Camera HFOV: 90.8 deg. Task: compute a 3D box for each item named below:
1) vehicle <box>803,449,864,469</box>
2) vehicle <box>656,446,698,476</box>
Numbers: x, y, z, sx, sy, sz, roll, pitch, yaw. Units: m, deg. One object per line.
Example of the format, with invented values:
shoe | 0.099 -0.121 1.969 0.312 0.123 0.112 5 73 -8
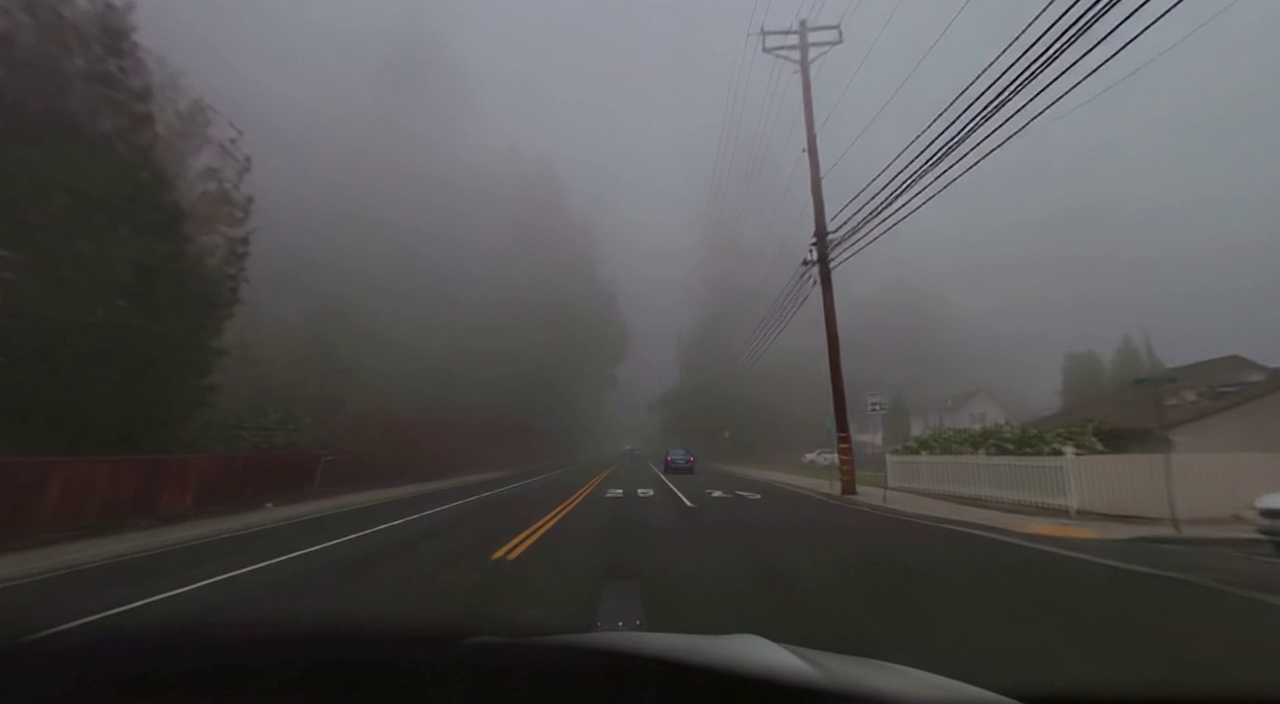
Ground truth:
vehicle | 14.352 7.938 47.001 3.838 1.405 1.992 1 -9 -6
vehicle | 1.885 5.660 33.033 1.975 1.497 3.647 0 -9 0
